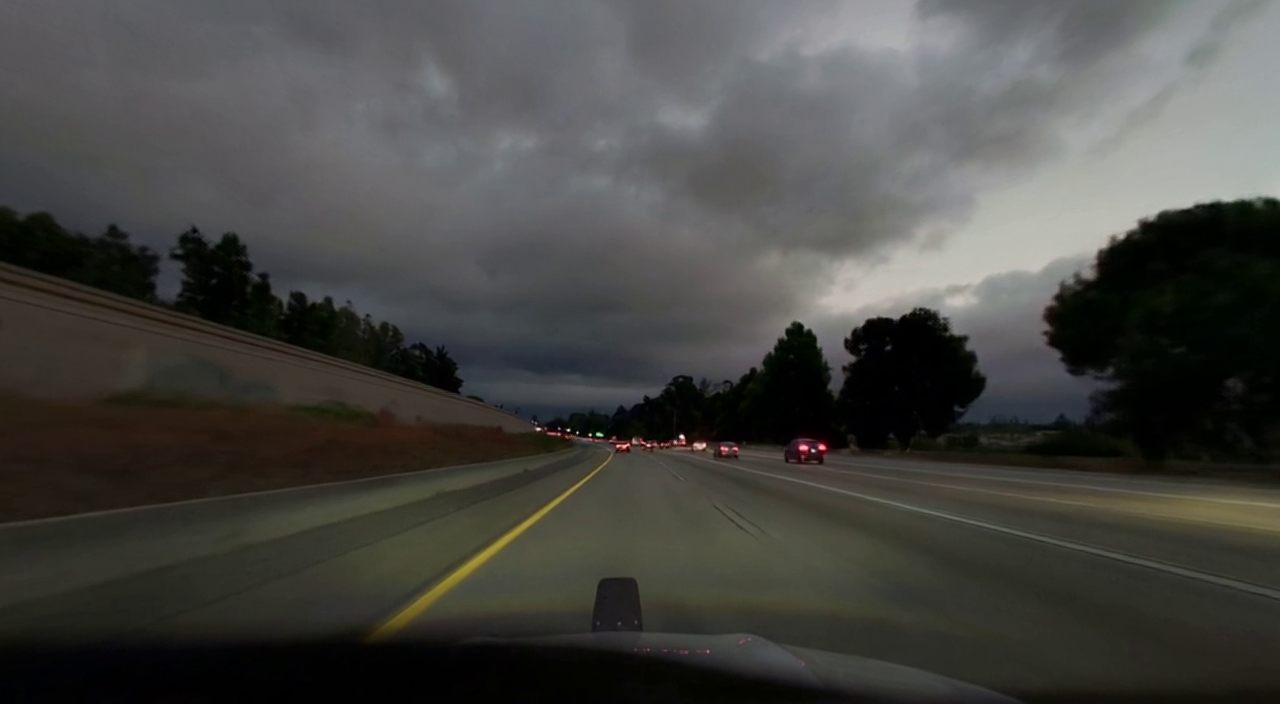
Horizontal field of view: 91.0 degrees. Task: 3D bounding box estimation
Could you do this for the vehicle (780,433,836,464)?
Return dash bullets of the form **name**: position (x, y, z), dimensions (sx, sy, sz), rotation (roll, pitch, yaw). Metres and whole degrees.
- **vehicle**: position (10.262, 5.954, 38.782), dimensions (2.077, 1.763, 4.472), rotation (0, -8, -2)
